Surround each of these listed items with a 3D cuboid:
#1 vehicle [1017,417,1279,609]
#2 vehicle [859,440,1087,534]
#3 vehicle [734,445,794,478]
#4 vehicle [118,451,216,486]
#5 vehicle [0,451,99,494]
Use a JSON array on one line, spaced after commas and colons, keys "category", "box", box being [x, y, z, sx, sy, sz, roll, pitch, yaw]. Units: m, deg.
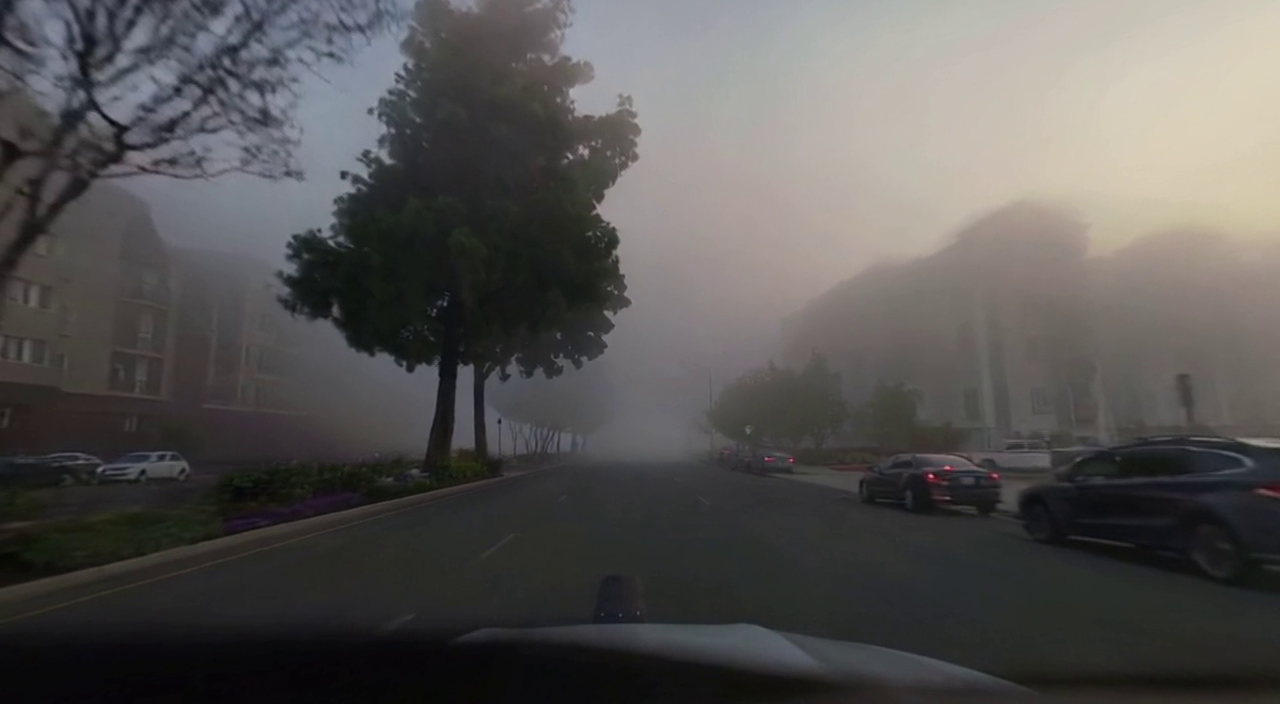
[{"category": "vehicle", "box": [6.613, 1.616, 6.877, 2.060, 1.672, 4.556, 0, -9, -1]}, {"category": "vehicle", "box": [6.581, 2.698, 13.337, 1.956, 1.487, 5.176, -3, -9, 0]}, {"category": "vehicle", "box": [6.182, 5.497, 31.982, 2.056, 1.528, 4.816, 0, -9, 0]}, {"category": "vehicle", "box": [-25.772, 6.326, 34.492, 2.000, 1.696, 4.318, 0, -9, 0]}, {"category": "vehicle", "box": [-26.062, 5.148, 27.137, 1.781, 1.666, 4.238, 0, -9, -3]}]
